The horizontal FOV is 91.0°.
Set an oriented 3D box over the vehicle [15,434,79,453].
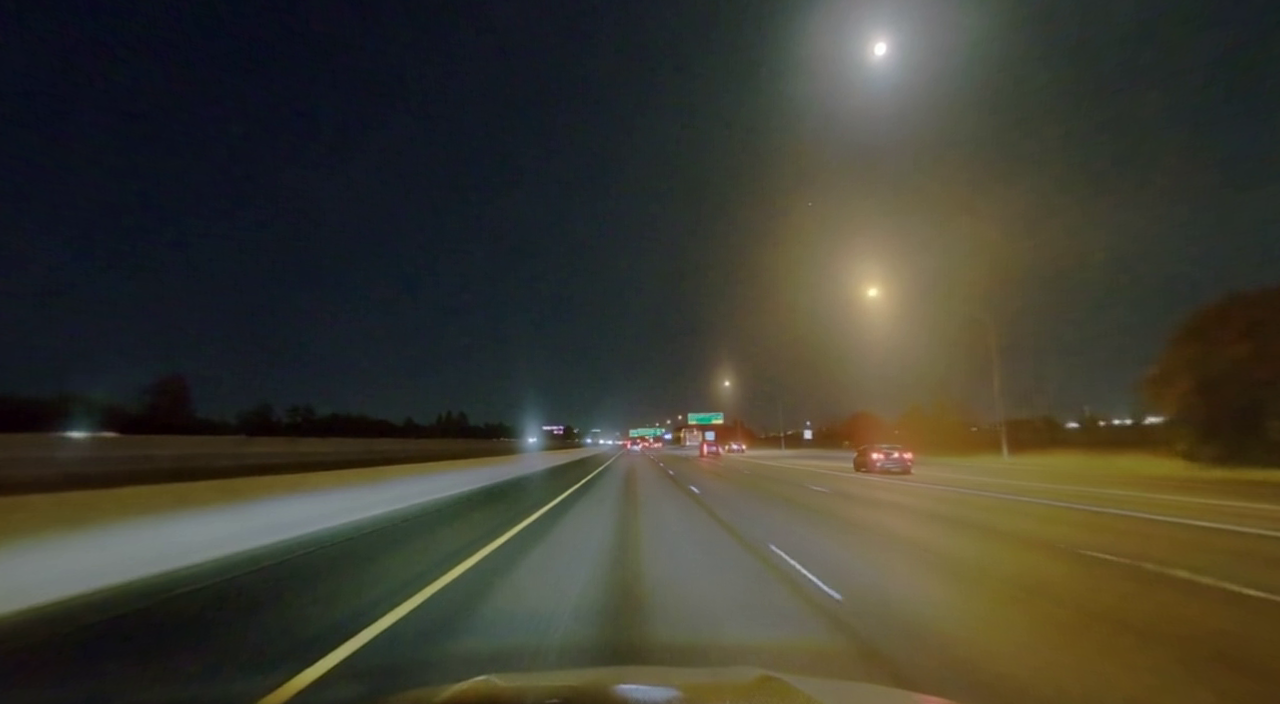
[{"bbox_3d":[-45.210,6.992,48.037,1.529,1.402,3.437,0,-8,0],"label":"vehicle"}]
